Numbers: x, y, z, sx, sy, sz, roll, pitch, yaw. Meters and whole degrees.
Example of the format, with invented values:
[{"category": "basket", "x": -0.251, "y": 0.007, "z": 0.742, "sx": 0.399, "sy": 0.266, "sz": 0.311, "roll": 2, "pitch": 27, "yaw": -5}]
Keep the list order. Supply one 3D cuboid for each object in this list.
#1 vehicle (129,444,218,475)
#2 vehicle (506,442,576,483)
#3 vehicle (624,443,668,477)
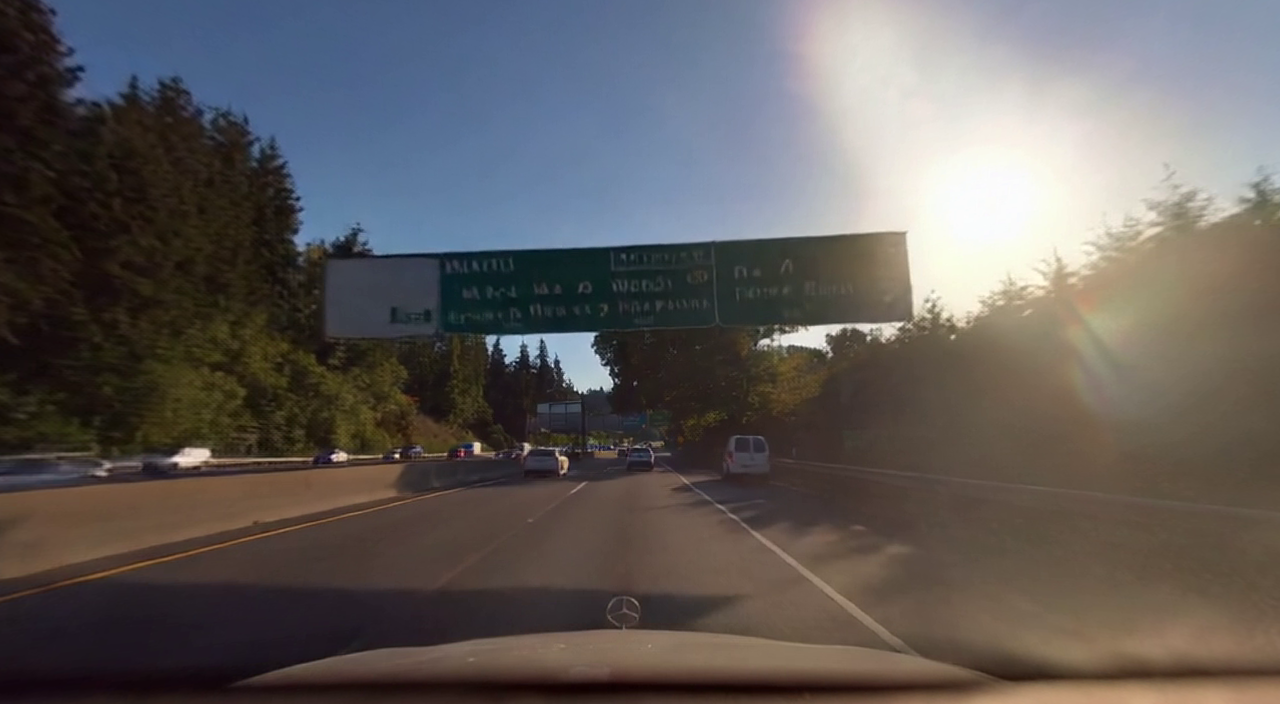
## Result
[{"category": "vehicle", "x": -28.993, "y": 6.675, "z": 39.358, "sx": 1.928, "sy": 1.822, "sz": 4.731, "roll": 0, "pitch": -9, "yaw": 0}, {"category": "vehicle", "x": -4.007, "y": 4.571, "z": 26.294, "sx": 2.081, "sy": 1.534, "sz": 4.543, "roll": 0, "pitch": -9, "yaw": 1}, {"category": "vehicle", "x": 0.283, "y": 5.047, "z": 29.560, "sx": 1.960, "sy": 1.456, "sz": 3.818, "roll": 0, "pitch": -9, "yaw": 1}]
